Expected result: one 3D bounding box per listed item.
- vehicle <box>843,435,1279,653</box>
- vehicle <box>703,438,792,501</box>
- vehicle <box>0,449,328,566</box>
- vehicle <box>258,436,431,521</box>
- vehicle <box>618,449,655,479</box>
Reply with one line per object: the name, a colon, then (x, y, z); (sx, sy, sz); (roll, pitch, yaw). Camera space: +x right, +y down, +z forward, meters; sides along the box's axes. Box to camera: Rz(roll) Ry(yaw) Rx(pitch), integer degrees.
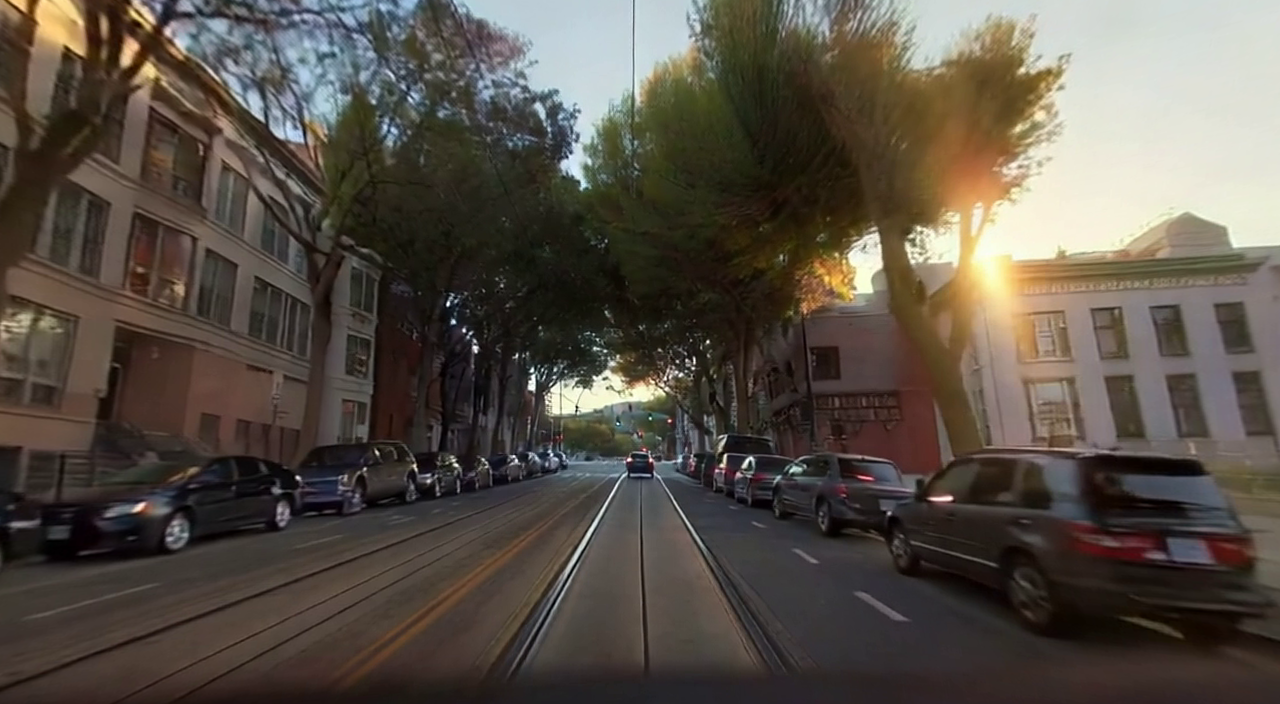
vehicle: (3.886, 1.723, 6.802); (1.890, 1.559, 4.281); (0, -9, -1)
vehicle: (3.806, 4.266, 23.695); (2.242, 2.000, 6.340); (1, -8, 0)
vehicle: (-7.374, 2.389, 10.654); (1.833, 1.477, 4.851); (0, -9, -1)
vehicle: (-7.307, 3.145, 16.369); (2.049, 1.821, 5.066); (0, -9, -1)
vehicle: (-0.189, 6.211, 35.292); (1.984, 1.571, 3.404); (0, -9, 0)
